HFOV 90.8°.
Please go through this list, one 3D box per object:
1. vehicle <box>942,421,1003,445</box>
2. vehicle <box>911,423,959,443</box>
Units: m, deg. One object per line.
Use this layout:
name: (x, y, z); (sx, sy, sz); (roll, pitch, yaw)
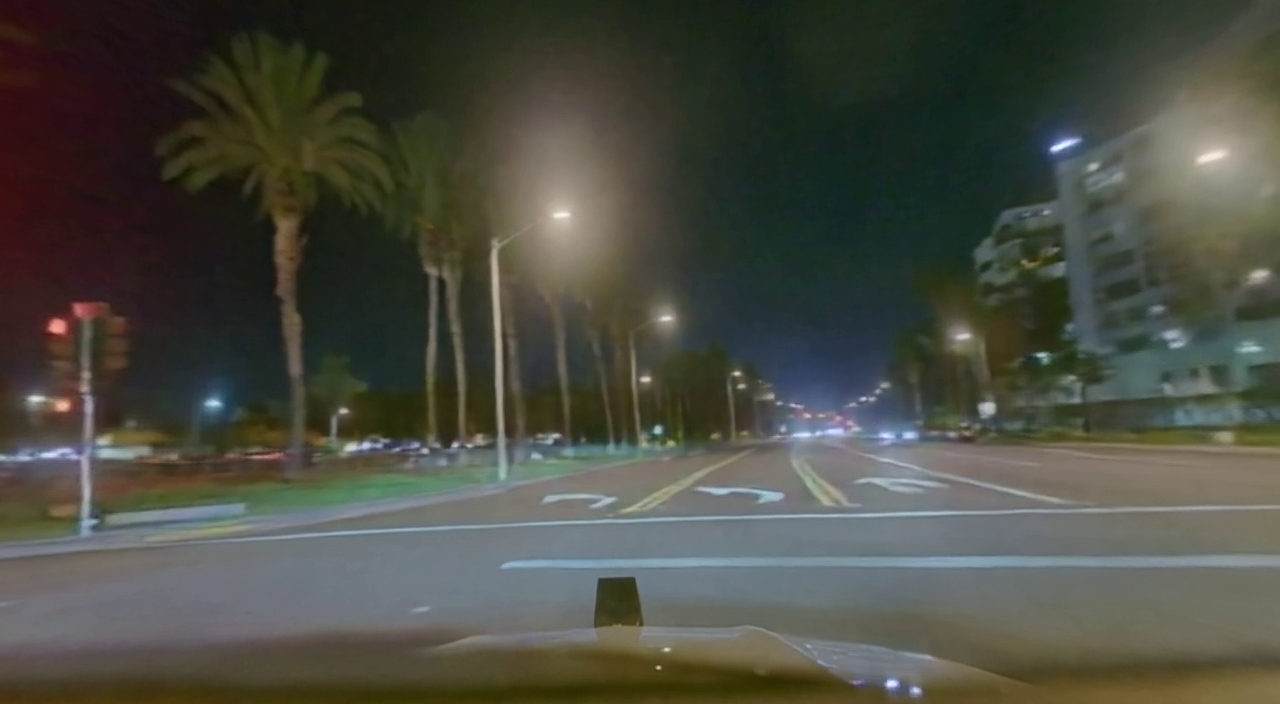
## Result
vehicle: (21.880, 5.370, 41.790); (1.870, 1.456, 4.605); (-1, -8, 5)
vehicle: (22.819, 6.311, 49.050); (1.846, 1.452, 4.549); (-1, -8, 5)
